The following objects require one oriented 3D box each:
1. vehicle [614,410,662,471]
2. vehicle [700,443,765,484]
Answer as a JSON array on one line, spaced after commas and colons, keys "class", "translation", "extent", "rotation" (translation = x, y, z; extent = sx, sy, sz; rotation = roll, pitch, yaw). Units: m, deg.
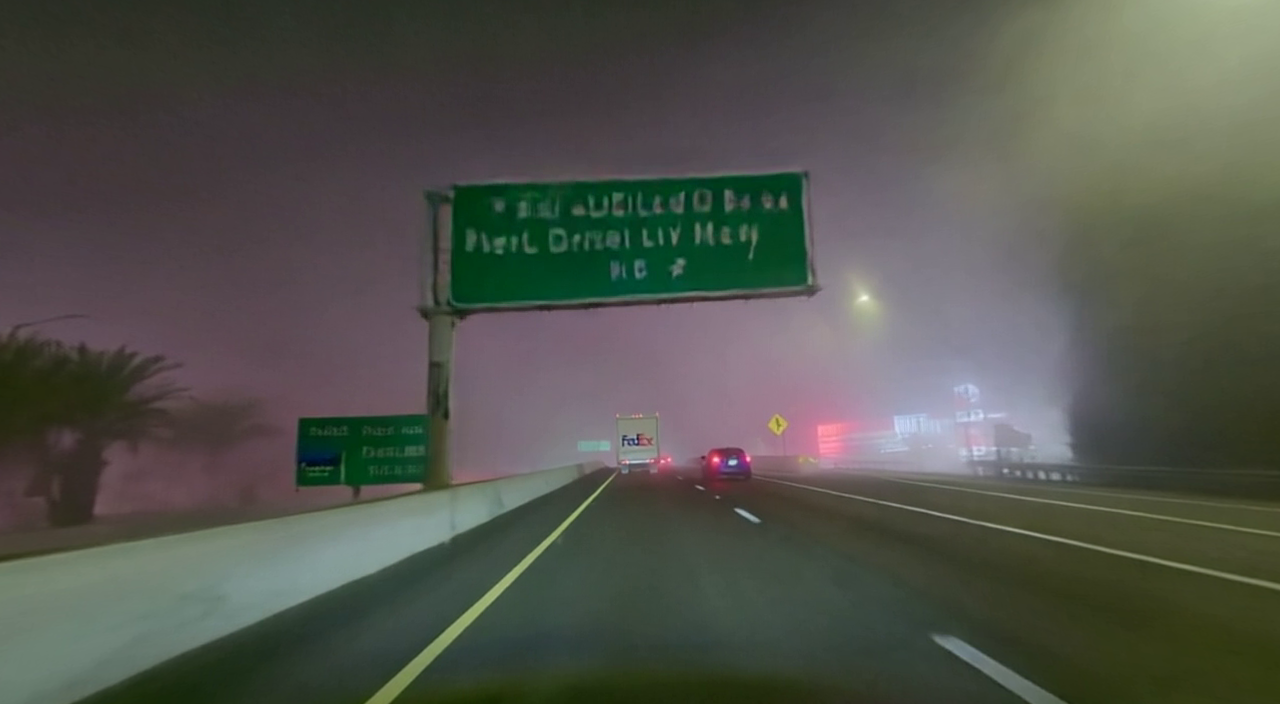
[{"class": "vehicle", "translation": [-0.231, 6.875, 48.531], "extent": [3.243, 4.134, 11.656], "rotation": [0, -9, -1]}, {"class": "vehicle", "translation": [3.734, 4.587, 26.185], "extent": [1.966, 1.558, 4.238], "rotation": [0, -9, -1]}]
